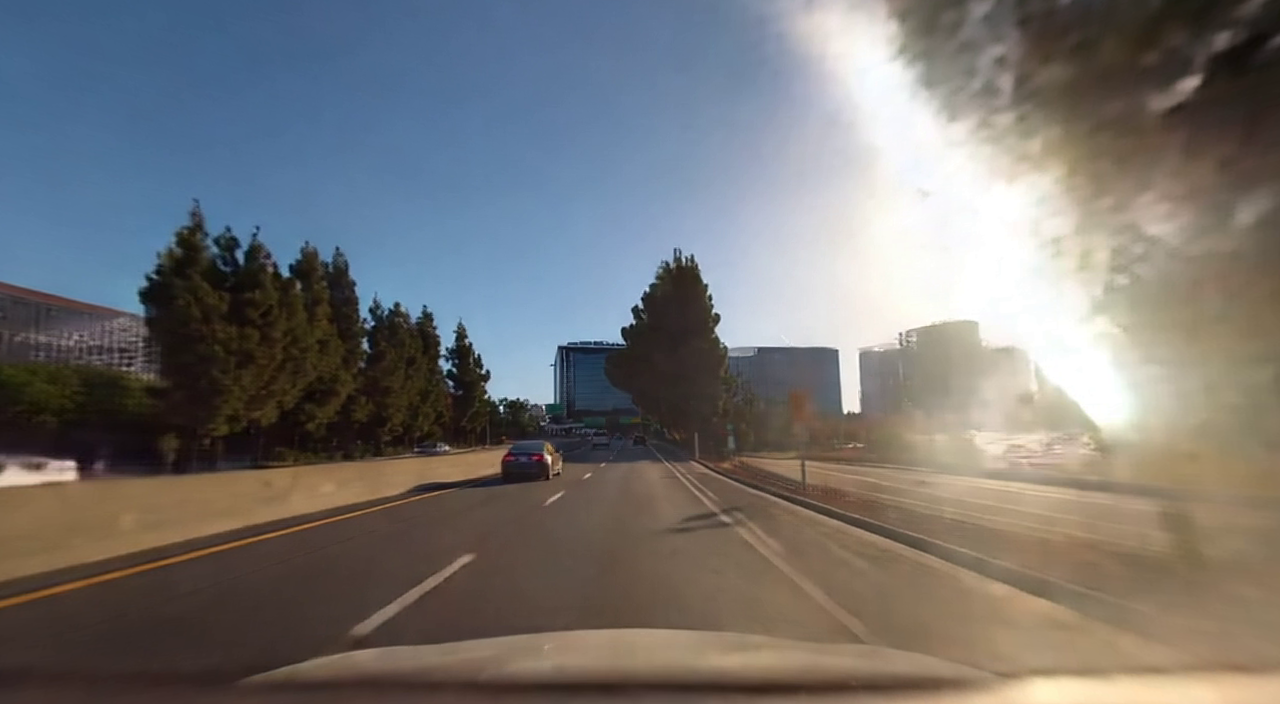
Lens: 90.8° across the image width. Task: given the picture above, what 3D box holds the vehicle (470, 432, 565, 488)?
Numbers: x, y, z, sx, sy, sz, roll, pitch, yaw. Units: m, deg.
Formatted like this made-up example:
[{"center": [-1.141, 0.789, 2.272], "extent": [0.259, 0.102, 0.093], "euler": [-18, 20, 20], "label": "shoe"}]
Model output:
[{"center": [-3.675, 3.335, 19.890], "extent": [1.984, 1.521, 4.682], "euler": [0, -8, 1], "label": "vehicle"}]
